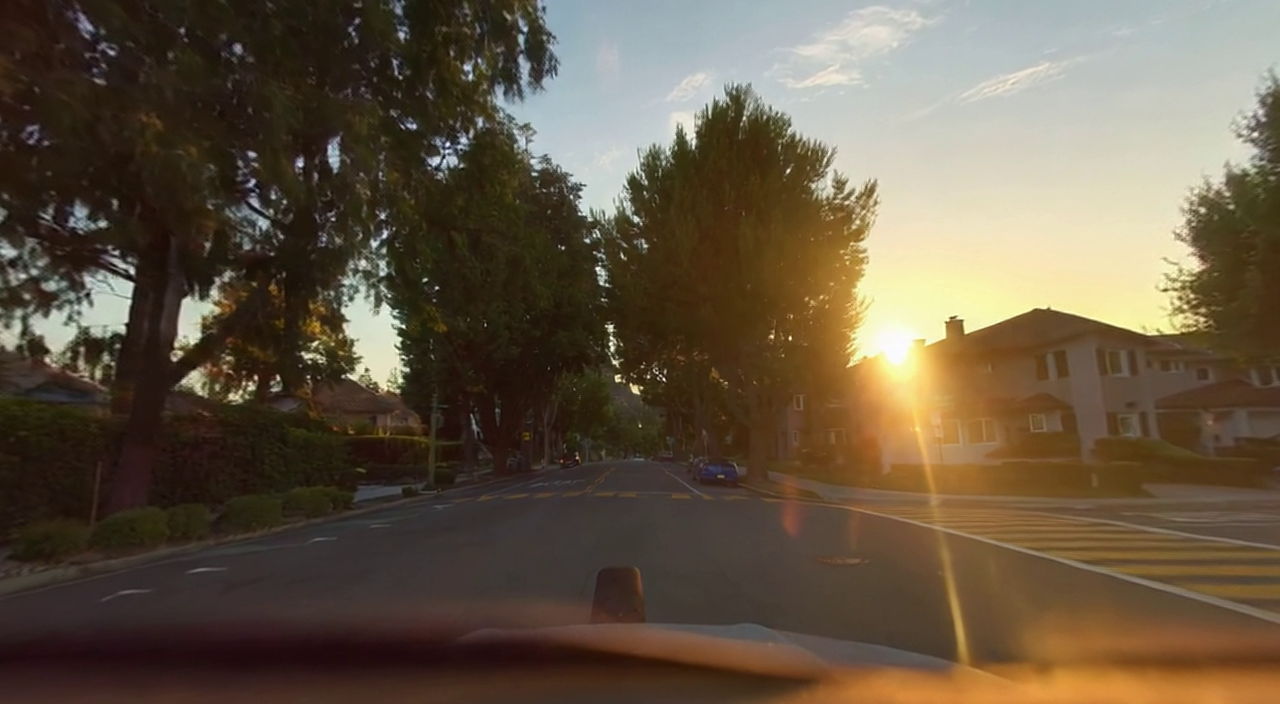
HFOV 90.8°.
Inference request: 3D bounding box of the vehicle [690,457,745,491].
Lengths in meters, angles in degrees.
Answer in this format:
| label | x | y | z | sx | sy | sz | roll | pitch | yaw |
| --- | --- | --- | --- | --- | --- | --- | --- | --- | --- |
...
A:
| label | x | y | z | sx | sy | sz | roll | pitch | yaw |
| --- | --- | --- | --- | --- | --- | --- | --- | --- | --- |
| vehicle | 3.628 | 5.810 | 30.436 | 1.961 | 1.472 | 4.434 | 0 | -9 | -2 |
